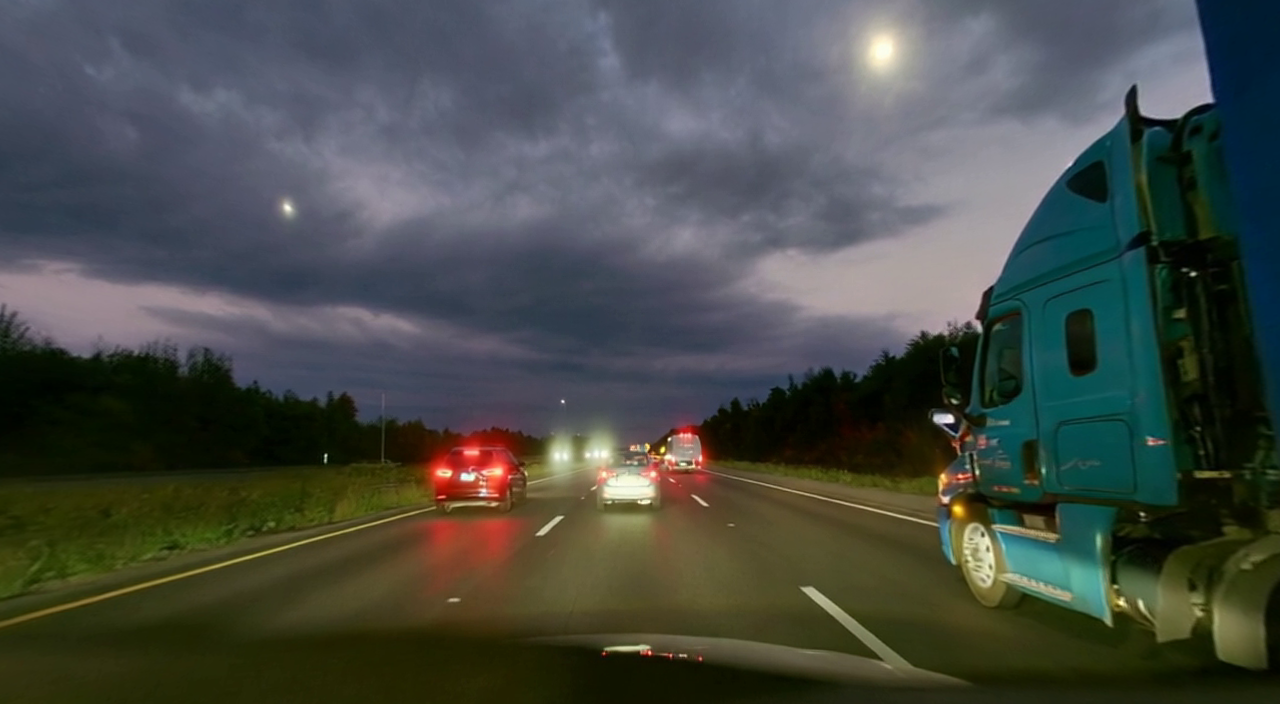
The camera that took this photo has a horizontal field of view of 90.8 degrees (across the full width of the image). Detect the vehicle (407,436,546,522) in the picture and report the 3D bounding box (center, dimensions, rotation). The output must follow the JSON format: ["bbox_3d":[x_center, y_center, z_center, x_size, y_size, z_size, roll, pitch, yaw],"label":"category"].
[{"bbox_3d":[-3.576,2.876,14.799,1.985,1.671,4.604,0,-9,0],"label":"vehicle"}]

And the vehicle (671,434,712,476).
[{"bbox_3d":[3.484,7.098,43.652,2.234,2.679,5.372,0,-9,-1],"label":"vehicle"}]

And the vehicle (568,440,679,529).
[{"bbox_3d":[-0.298,2.657,13.095,1.973,1.574,3.426,0,-9,0],"label":"vehicle"}]
